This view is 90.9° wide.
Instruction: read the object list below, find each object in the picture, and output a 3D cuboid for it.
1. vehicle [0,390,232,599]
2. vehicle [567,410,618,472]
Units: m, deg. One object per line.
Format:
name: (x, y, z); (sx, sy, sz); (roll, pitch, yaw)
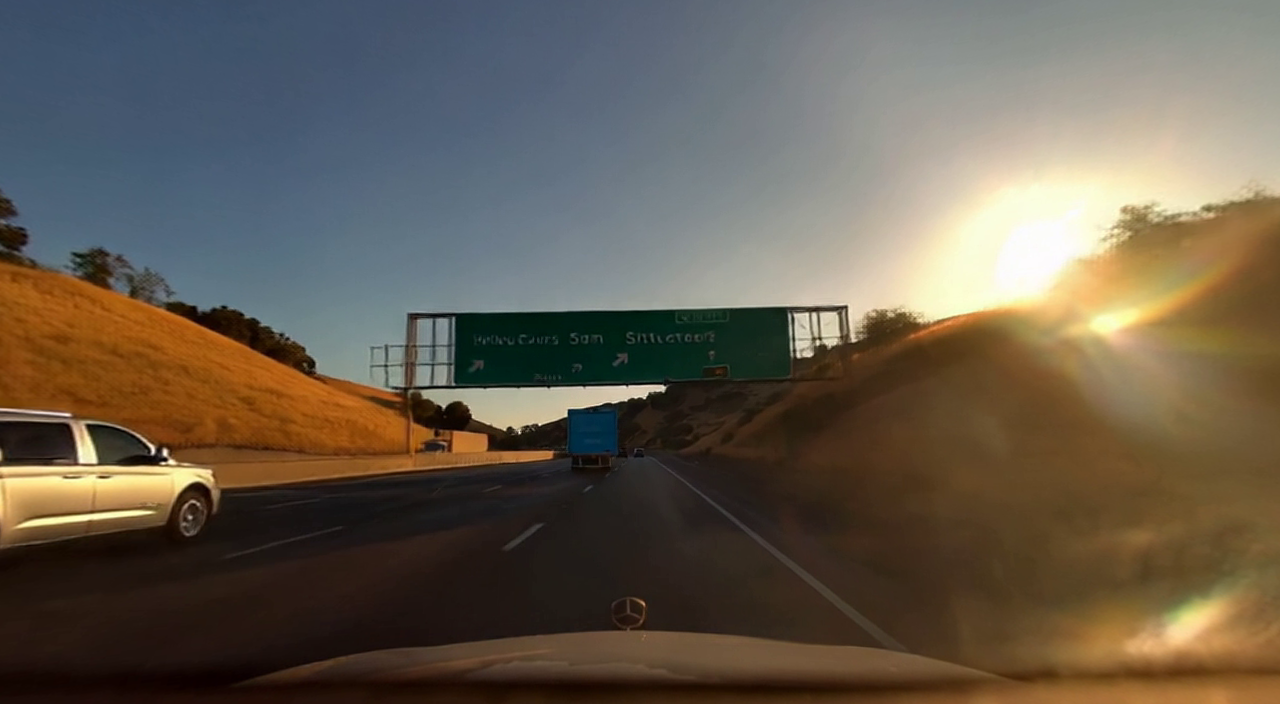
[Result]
vehicle: (-6.858, 1.359, 6.180); (2.175, 1.860, 5.236); (0, -8, 0)
vehicle: (-3.417, 7.058, 49.766); (2.893, 4.073, 15.281); (0, -8, 0)
